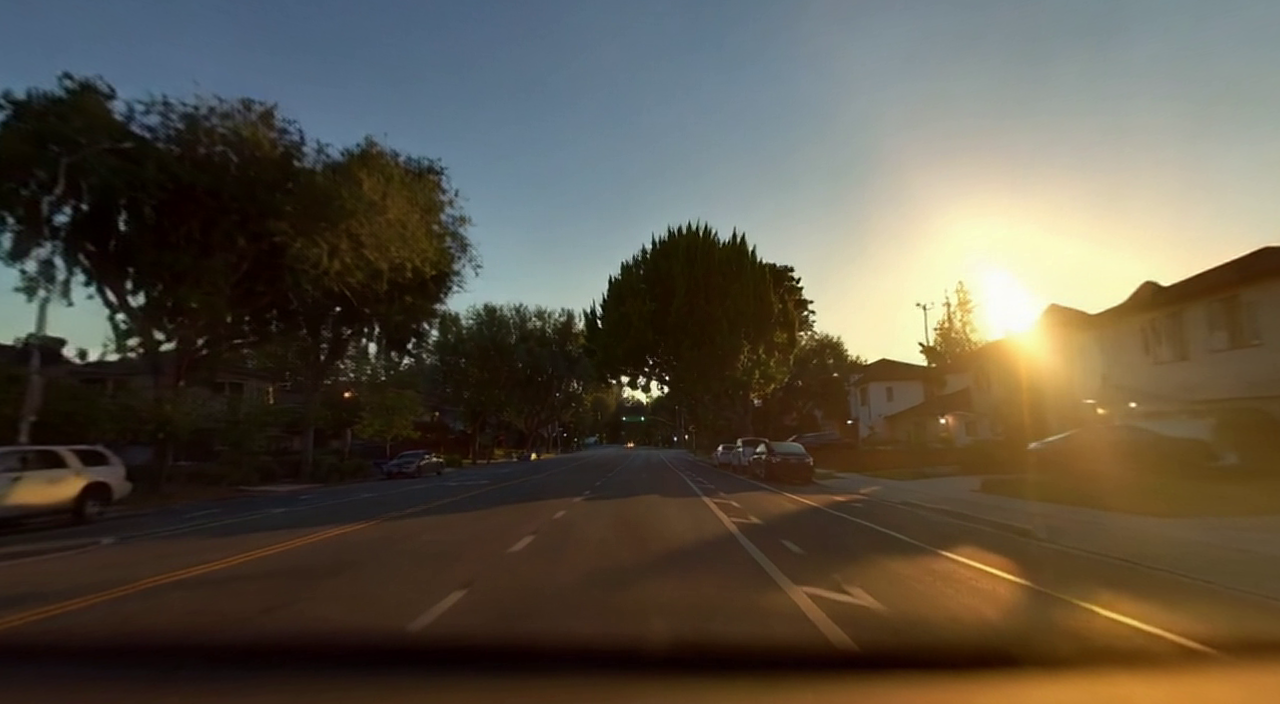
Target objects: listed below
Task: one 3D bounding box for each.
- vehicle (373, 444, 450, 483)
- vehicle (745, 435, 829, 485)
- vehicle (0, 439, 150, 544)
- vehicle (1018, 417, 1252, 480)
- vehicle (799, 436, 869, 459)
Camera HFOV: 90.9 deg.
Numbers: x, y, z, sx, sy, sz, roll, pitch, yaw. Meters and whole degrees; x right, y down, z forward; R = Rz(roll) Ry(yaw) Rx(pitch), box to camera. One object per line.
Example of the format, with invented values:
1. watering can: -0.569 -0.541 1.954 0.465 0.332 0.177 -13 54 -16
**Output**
1. vehicle: -11.503 5.598 32.107 2.054 1.704 4.710 -3 -8 3
2. vehicle: 5.205 3.914 23.085 1.885 1.603 5.235 0 -9 1
3. vehicle: -12.036 2.491 11.514 2.228 1.766 4.770 0 -8 1
4. vehicle: 14.157 2.784 18.289 4.902 1.667 2.162 0 -8 0
5. vehicle: 13.851 6.846 45.244 4.317 1.595 2.095 0 -9 0
